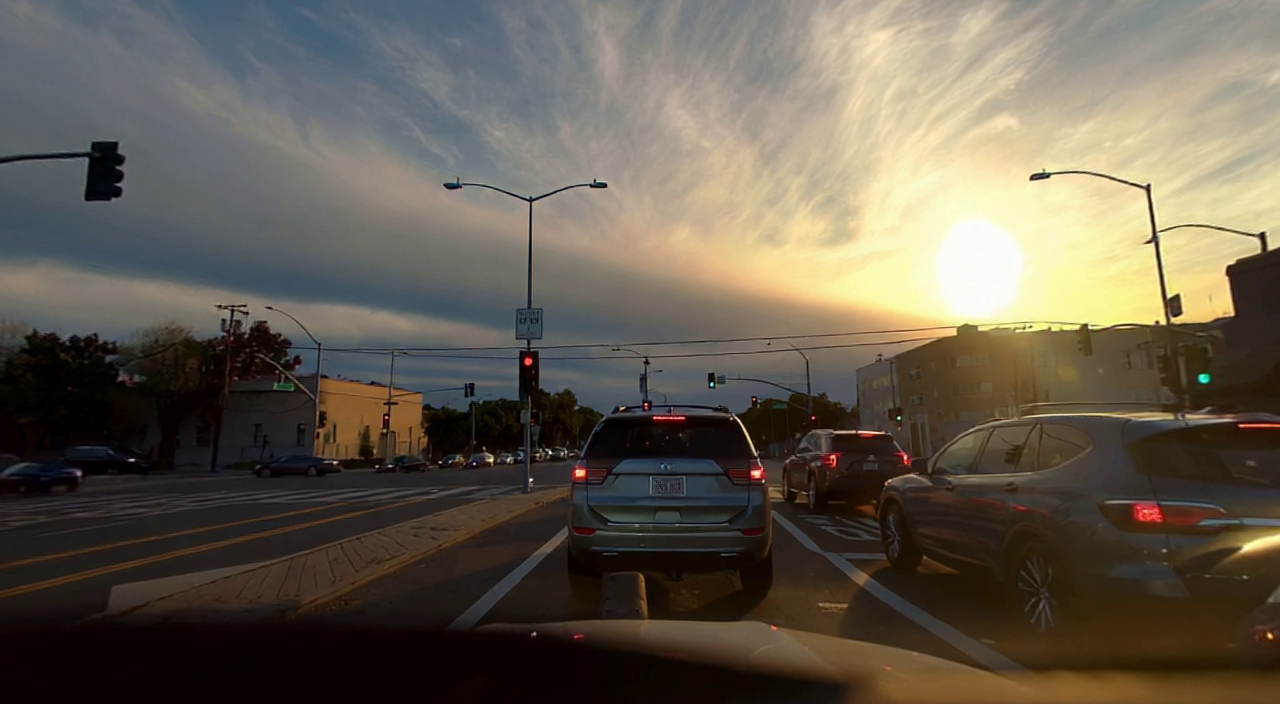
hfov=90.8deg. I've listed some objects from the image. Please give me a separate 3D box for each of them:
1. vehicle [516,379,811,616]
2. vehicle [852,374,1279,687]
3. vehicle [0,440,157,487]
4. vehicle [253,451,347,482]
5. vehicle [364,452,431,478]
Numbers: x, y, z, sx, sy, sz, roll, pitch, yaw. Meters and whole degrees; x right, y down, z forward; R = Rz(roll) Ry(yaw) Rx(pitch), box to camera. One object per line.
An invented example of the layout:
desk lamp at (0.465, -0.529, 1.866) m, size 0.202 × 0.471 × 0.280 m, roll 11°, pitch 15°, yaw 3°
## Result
vehicle at (0.225, 1.461, 7.216) m, size 2.292 × 1.840 × 4.394 m, roll 0°, pitch -9°, yaw 1°
vehicle at (3.597, 1.289, 5.659) m, size 2.018 × 1.701 × 4.288 m, roll 0°, pitch -9°, yaw 2°
vehicle at (-24.580, 4.836, 27.550) m, size 5.062 × 1.946 × 2.243 m, roll 0°, pitch -9°, yaw -1°
vehicle at (-22.134, 7.423, 41.202) m, size 5.156 × 1.849 × 2.044 m, roll 5°, pitch -10°, yaw -31°
vehicle at (-17.641, 8.204, 46.253) m, size 2.089 × 1.739 × 4.744 m, roll -2°, pitch -9°, yaw 15°
